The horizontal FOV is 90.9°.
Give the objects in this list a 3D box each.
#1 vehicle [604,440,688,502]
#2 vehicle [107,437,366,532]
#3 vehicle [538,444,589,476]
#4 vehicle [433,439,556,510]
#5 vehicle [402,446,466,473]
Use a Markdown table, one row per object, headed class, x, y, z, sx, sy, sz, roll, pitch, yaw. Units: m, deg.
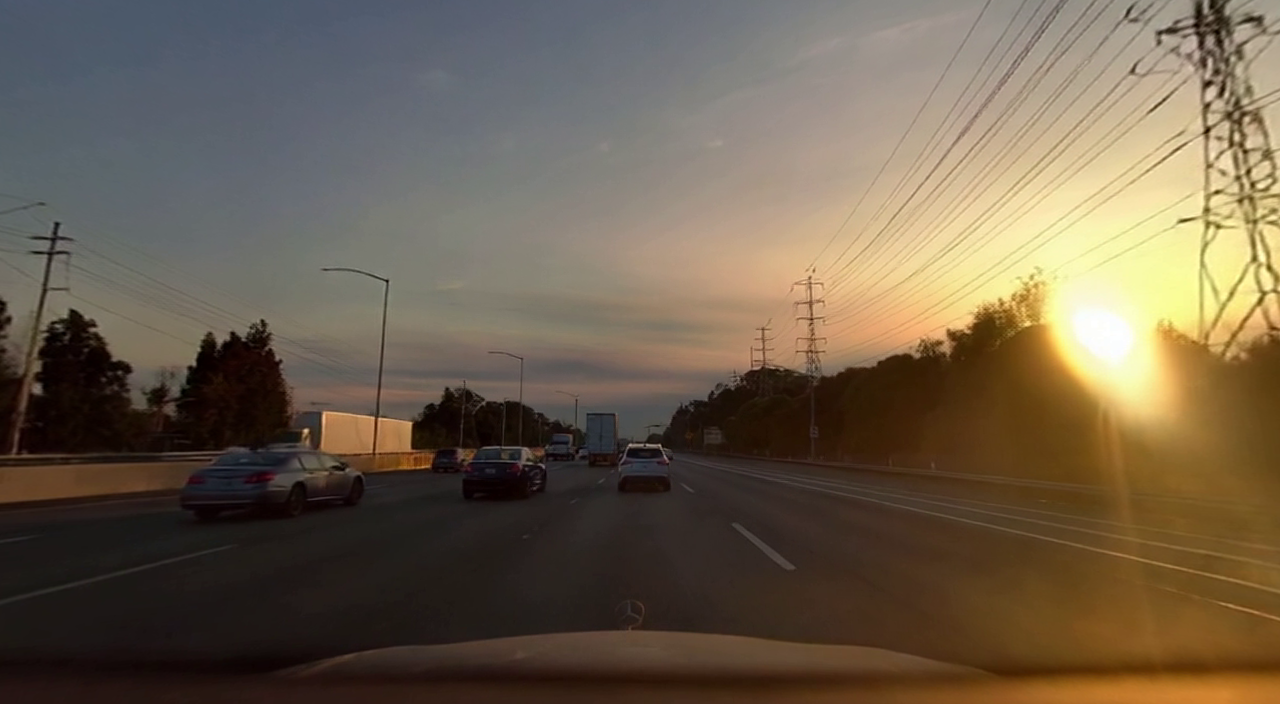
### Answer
| class | x | y | z | sx | sy | sz | roll | pitch | yaw |
| --- | --- | --- | --- | --- | --- | --- | --- | --- | --- |
| vehicle | 0.077 | 3.208 | 17.496 | 2.018 | 1.470 | 4.491 | 0 | -9 | -2 |
| vehicle | -7.209 | 2.382 | 12.003 | 1.867 | 1.445 | 4.499 | 0 | -9 | 1 |
| vehicle | -3.647 | 5.254 | 30.815 | 2.013 | 1.437 | 3.801 | 0 | -9 | 0 |
| vehicle | -3.334 | 2.886 | 15.334 | 1.912 | 1.464 | 4.115 | 0 | -9 | 1 |
| vehicle | -11.779 | 6.149 | 36.379 | 2.004 | 1.457 | 4.758 | 0 | -9 | 1 |
